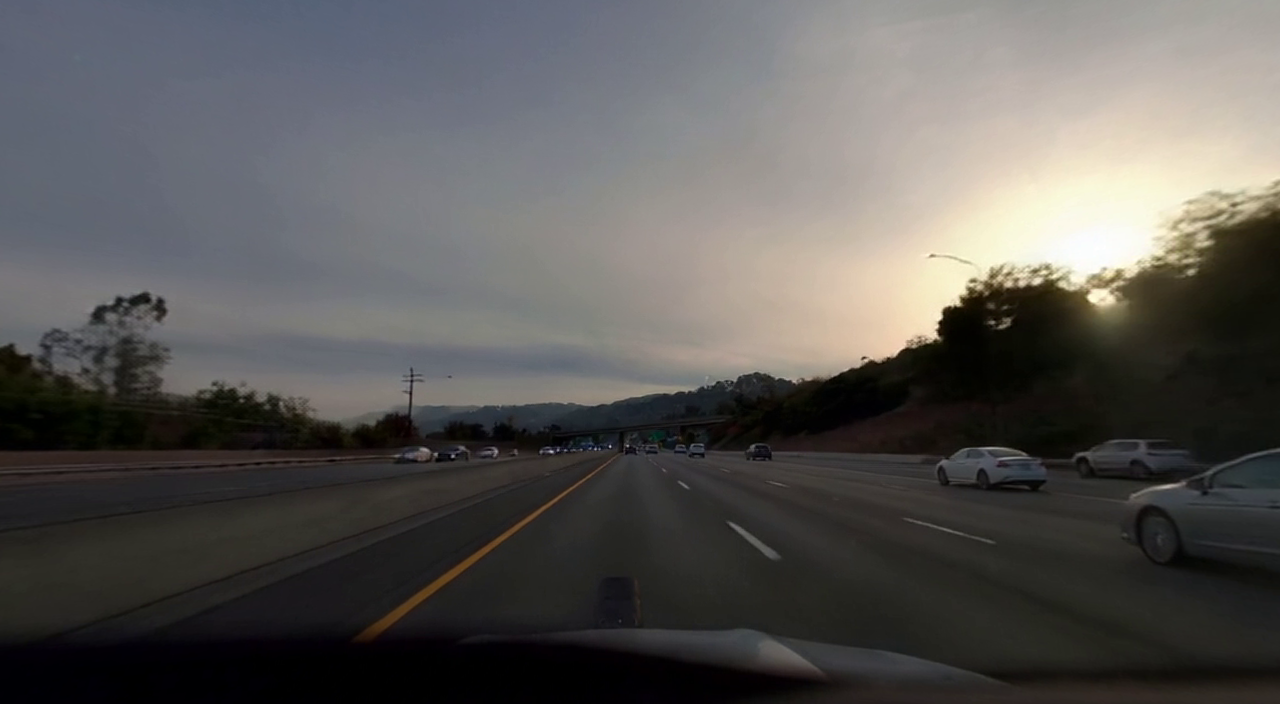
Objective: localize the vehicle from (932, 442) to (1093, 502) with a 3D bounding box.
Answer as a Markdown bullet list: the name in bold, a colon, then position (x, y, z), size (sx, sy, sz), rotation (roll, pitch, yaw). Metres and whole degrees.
- **vehicle**: position (9.906, 3.201, 17.247), size (1.836, 1.418, 4.132), rotation (0, -9, -1)

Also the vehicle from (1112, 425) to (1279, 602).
- **vehicle**: position (6.279, 1.273, 4.764), size (1.821, 1.470, 4.633), rotation (0, -9, 0)
